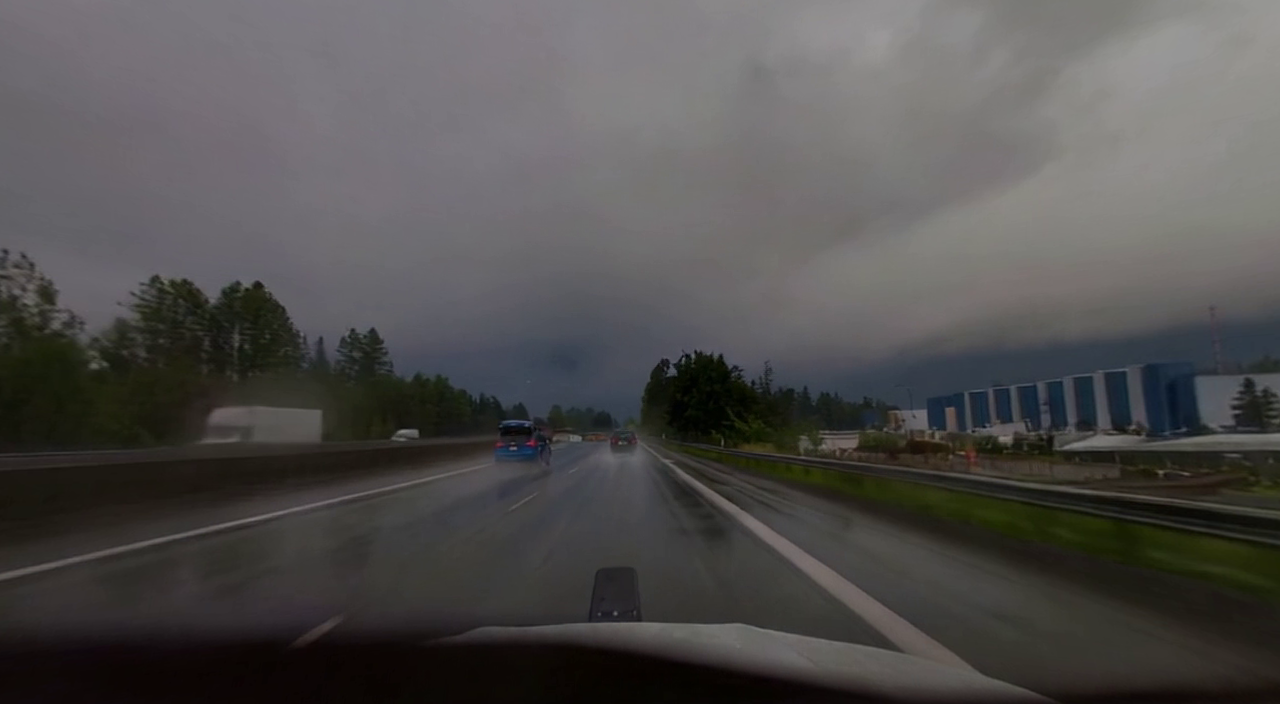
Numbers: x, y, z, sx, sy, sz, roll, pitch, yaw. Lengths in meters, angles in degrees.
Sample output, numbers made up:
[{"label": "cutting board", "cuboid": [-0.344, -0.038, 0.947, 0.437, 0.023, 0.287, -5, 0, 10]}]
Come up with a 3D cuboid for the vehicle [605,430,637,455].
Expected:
[{"label": "vehicle", "cuboid": [-1.299, 6.295, 43.908, 2.151, 1.618, 3.898, 0, -8, -1]}]

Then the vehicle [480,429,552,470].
[{"label": "vehicle", "cuboid": [-5.168, 4.129, 26.904, 2.189, 1.580, 4.607, 0, -8, 0]}]
